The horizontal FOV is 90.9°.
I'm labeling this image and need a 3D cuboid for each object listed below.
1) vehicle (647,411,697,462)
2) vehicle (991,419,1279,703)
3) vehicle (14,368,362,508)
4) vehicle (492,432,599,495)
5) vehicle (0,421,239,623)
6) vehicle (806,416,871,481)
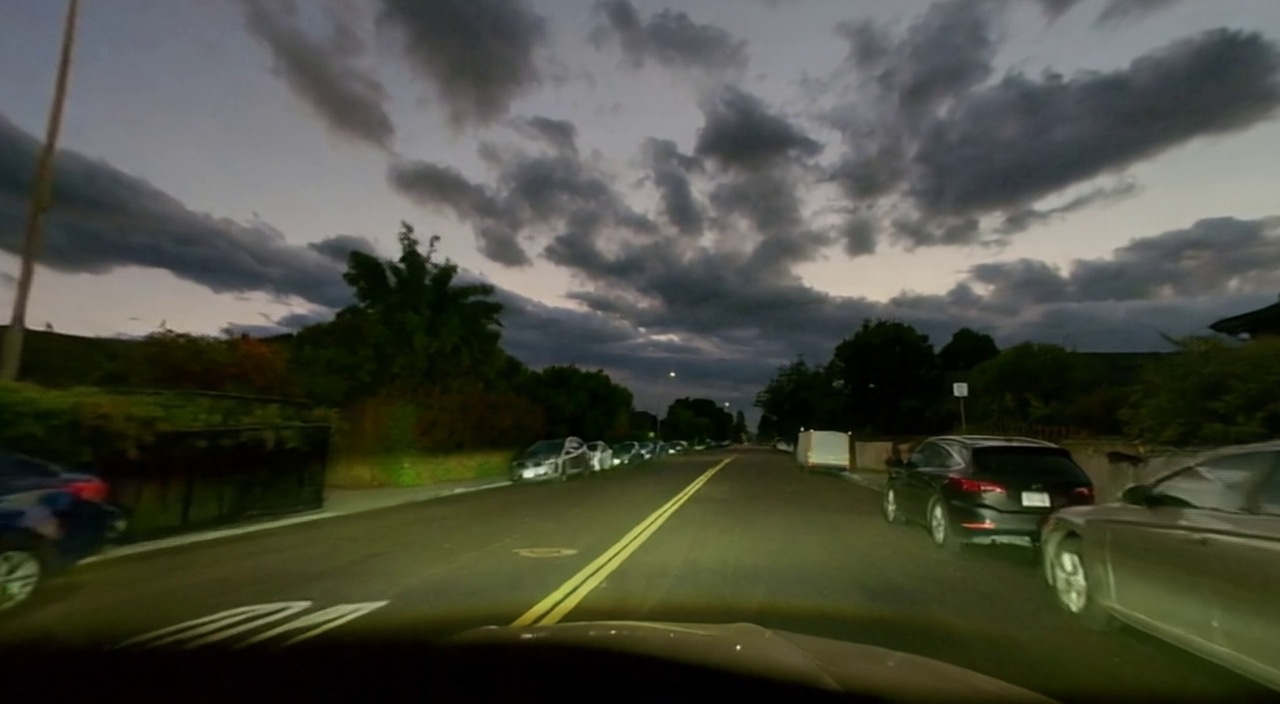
[{"bbox_3d":[2.651,6.643,49.508,2.896,3.648,8.004,-1,-8,10],"label":"vehicle"},{"bbox_3d":[3.755,1.101,3.208,1.969,1.478,4.632,-1,-8,10],"label":"vehicle"},{"bbox_3d":[-8.595,1.656,12.323,5.210,2.370,2.336,-1,-7,9],"label":"vehicle"},{"bbox_3d":[-2.785,3.389,19.759,1.901,1.472,4.676,-5,-6,9],"label":"vehicle"},{"bbox_3d":[-5.547,1.260,4.499,1.848,1.406,4.601,-3,-6,10],"label":"vehicle"},{"bbox_3d":[8.484,4.131,27.330,2.215,2.542,4.550,-1,-8,12],"label":"vehicle"}]
